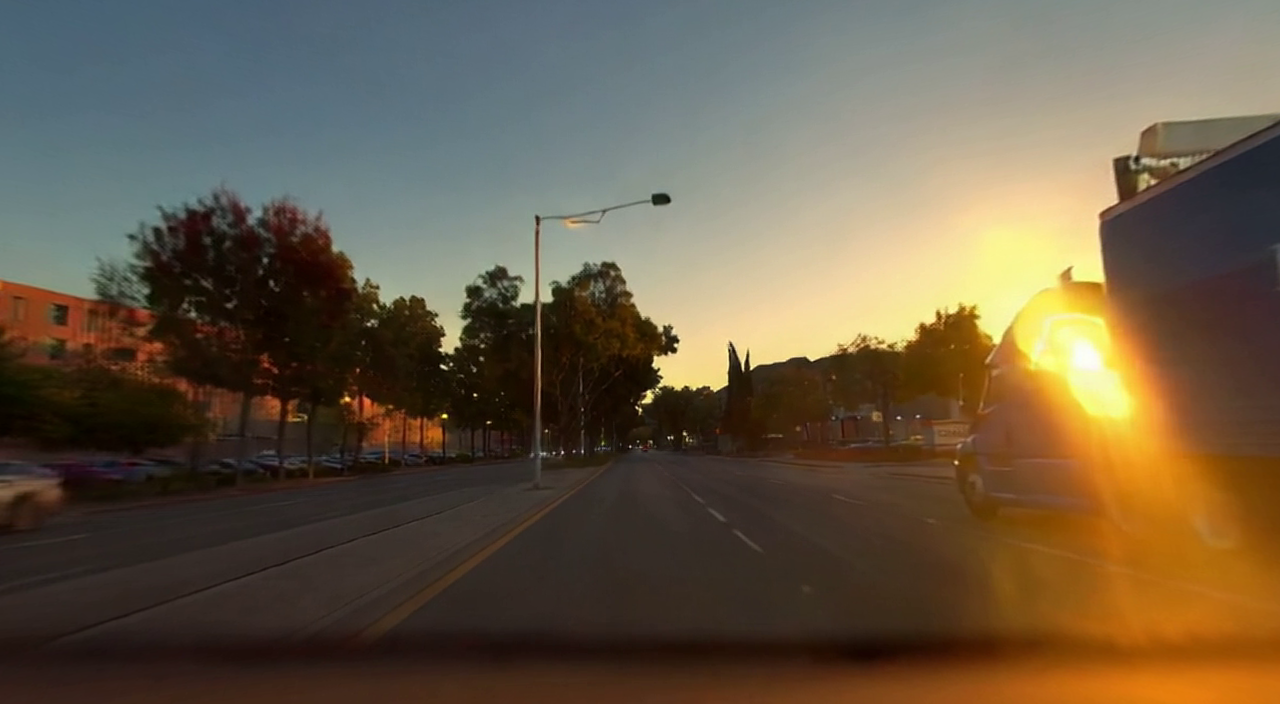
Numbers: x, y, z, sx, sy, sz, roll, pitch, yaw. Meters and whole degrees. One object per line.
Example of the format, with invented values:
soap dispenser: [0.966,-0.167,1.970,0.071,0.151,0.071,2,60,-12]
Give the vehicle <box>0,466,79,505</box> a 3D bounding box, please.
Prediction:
vehicle: [-28.522,6.089,28.855,4.164,1.577,2.021,7,-11,-40]

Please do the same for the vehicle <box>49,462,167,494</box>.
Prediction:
vehicle: [-27.976,6.589,33.333,4.576,1.426,1.886,7,-11,-42]

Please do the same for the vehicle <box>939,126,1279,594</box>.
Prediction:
vehicle: [6.806,0.029,4.966,3.120,3.794,11.510,0,-9,-1]
